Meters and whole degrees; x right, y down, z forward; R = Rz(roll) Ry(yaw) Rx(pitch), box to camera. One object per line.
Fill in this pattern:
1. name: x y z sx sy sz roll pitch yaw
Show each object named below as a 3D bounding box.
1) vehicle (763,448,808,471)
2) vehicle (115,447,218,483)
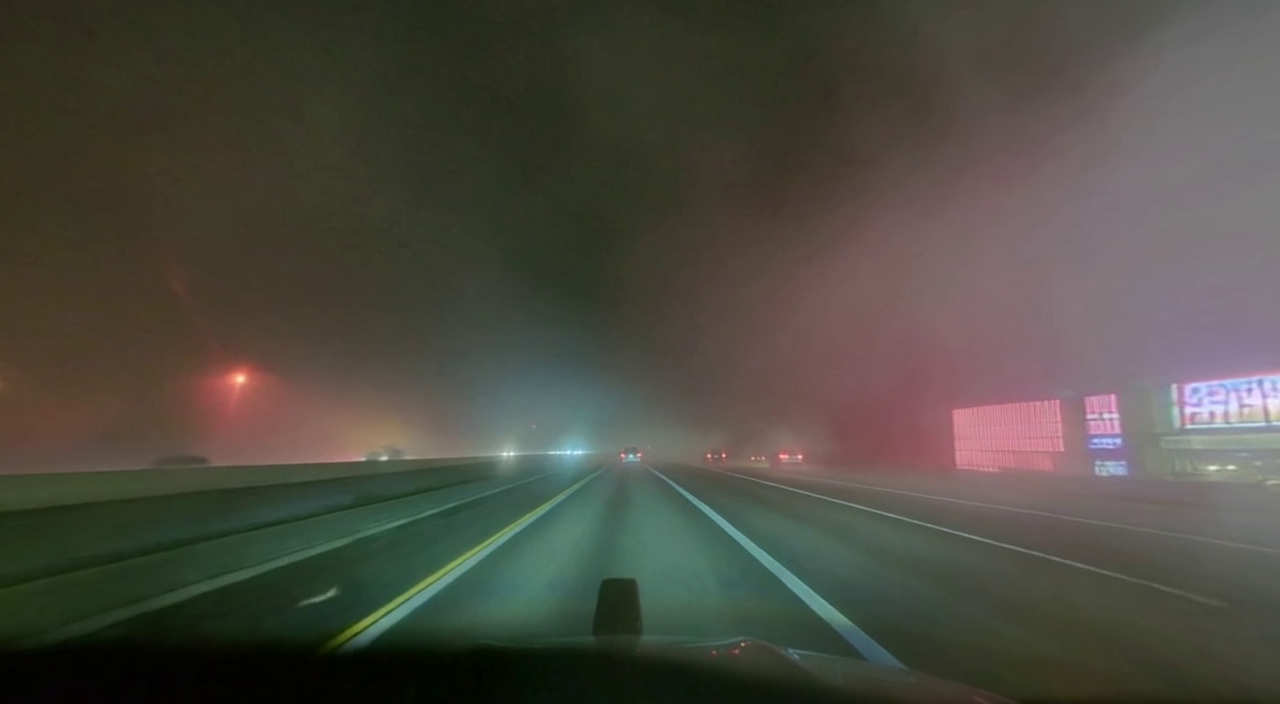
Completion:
1. vehicle: 10.022 7.415 43.842 1.953 1.473 4.512 0 -9 -2
2. vehicle: -23.241 5.510 31.256 1.825 1.553 4.332 0 -8 -2
